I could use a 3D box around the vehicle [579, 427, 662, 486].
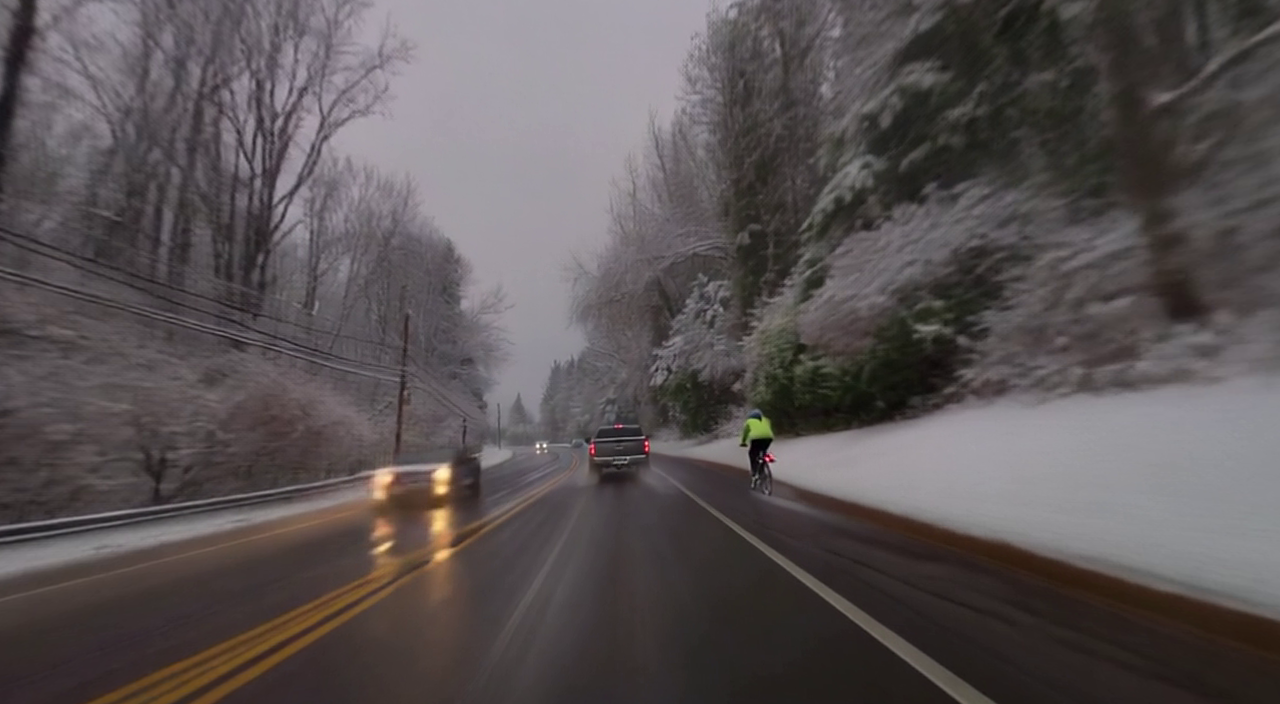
[{"bbox_3d":[-0.737,3.691,22.663,2.631,1.798,5.331,0,-8,-2],"label":"vehicle"}]

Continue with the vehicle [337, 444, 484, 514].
[{"bbox_3d":[-5.657,3.161,16.356,2.118,1.513,4.602,-1,-8,0],"label":"vehicle"}]
